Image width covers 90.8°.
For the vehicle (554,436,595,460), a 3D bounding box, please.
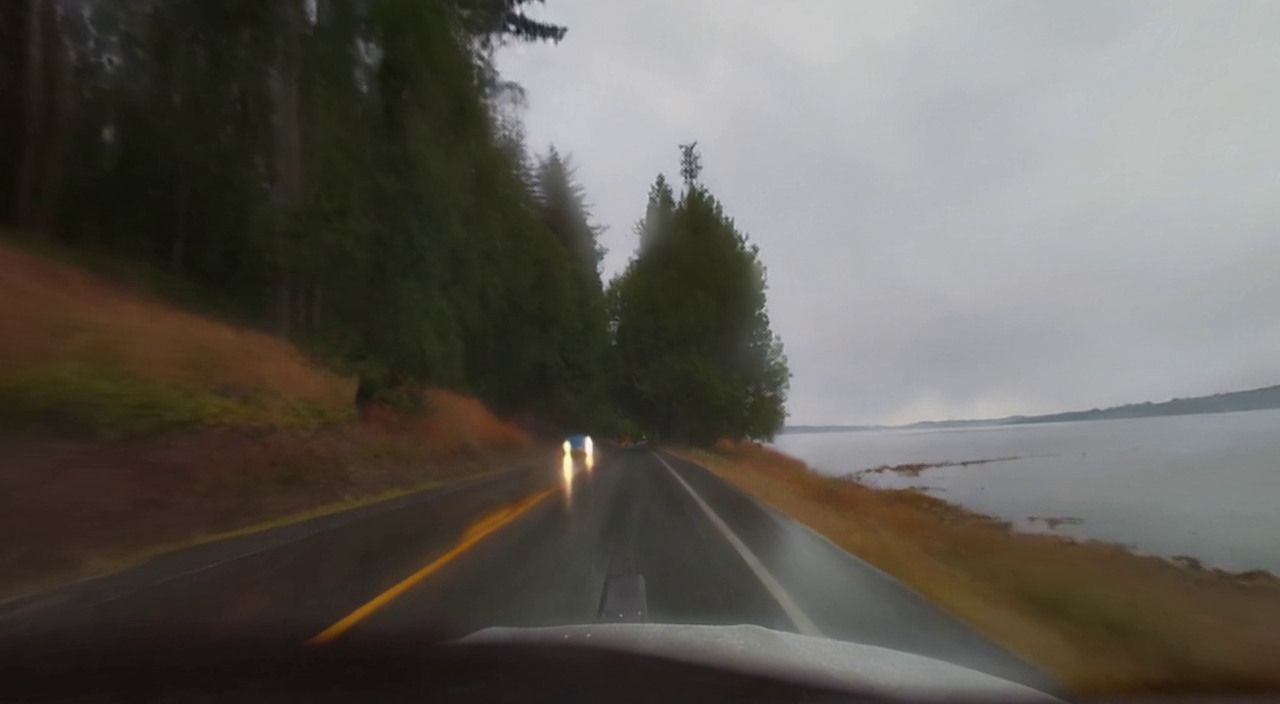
[{"bbox_3d":[-4.403,6.525,43.180,2.179,1.579,4.637,0,-8,1],"label":"vehicle"}]
